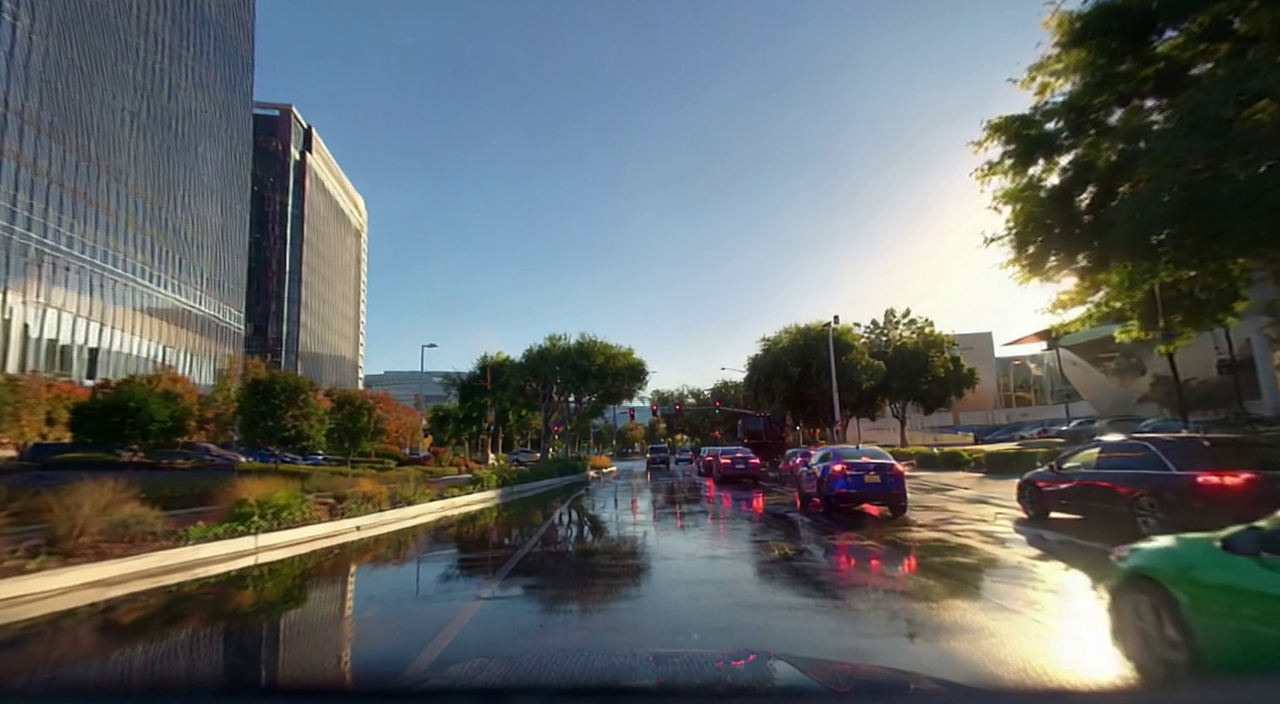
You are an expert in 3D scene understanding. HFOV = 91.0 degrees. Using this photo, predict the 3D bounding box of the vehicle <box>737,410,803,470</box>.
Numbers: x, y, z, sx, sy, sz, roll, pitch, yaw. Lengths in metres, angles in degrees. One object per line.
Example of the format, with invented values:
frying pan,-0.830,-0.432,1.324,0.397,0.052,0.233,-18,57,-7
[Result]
vehicle,8.954,6.418,45.209,3.128,3.616,13.736,-1,-9,6

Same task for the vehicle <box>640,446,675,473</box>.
vehicle,1.223,7.214,42.409,2.121,1.728,4.161,-1,-9,4

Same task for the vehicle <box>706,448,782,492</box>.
vehicle,4.031,4.627,25.070,2.183,1.553,3.923,0,-9,-3

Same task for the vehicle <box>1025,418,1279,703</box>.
vehicle,3.196,0.932,1.839,2.032,1.490,3.871,-1,-9,7

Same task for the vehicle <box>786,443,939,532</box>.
vehicle,4.655,2.858,14.083,2.089,1.609,4.922,-1,-9,6
